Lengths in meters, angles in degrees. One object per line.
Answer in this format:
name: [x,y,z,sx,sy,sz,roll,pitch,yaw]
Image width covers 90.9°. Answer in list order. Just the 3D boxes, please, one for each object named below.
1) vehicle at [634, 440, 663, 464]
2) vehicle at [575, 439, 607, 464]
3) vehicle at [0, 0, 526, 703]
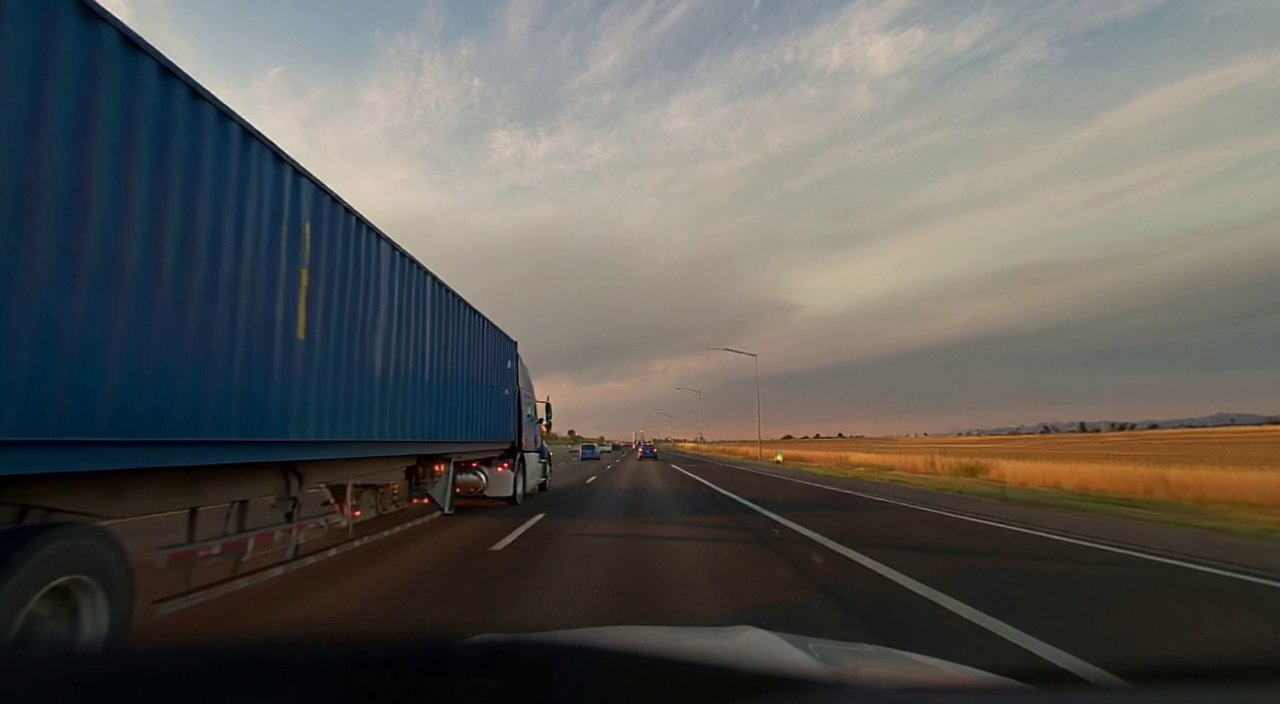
vehicle: [0.603,7.502,47.494,2.136,1.718,4.157,0,-8,0]
vehicle: [-3.677,7.552,47.926,1.995,1.745,4.187,0,-8,1]
vehicle: [-3.942,0.242,6.282,2.840,4.032,13.388,-1,-8,1]
